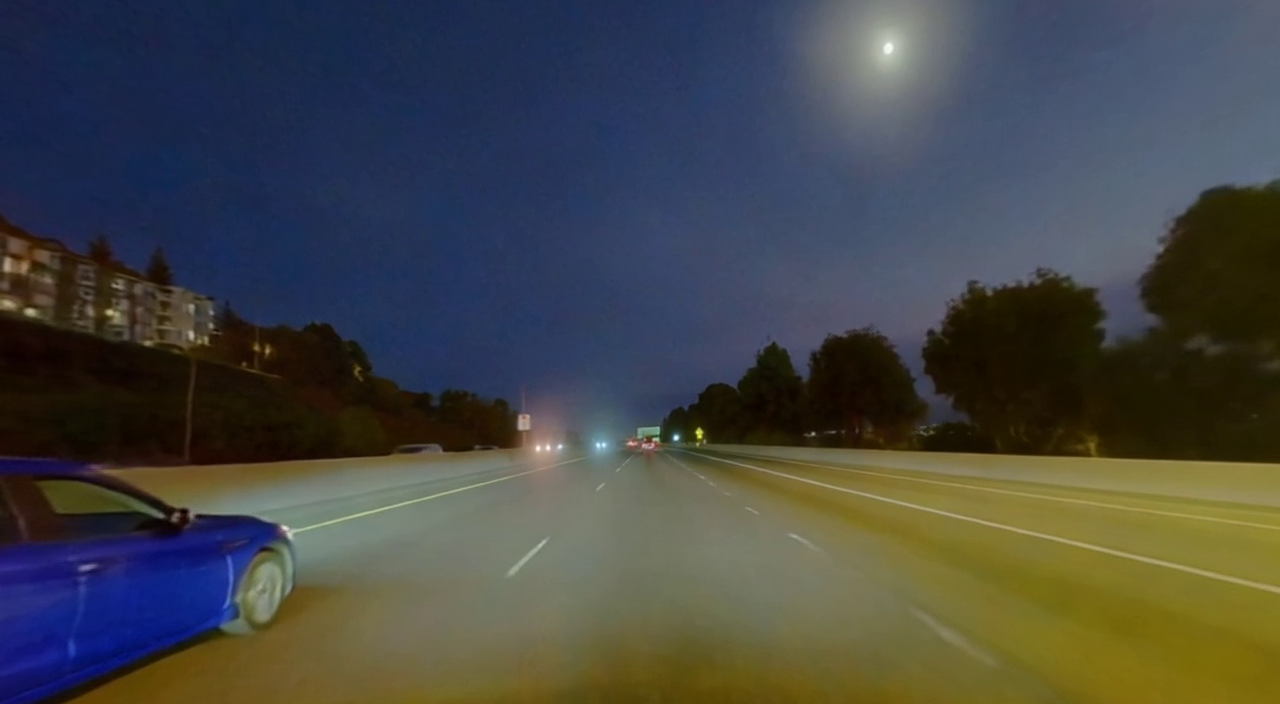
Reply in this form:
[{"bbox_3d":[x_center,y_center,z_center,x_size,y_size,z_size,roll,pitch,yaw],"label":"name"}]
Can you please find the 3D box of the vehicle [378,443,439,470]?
[{"bbox_3d":[-14.652,6.635,40.271,2.024,1.557,4.788,0,-8,1],"label":"vehicle"}]
